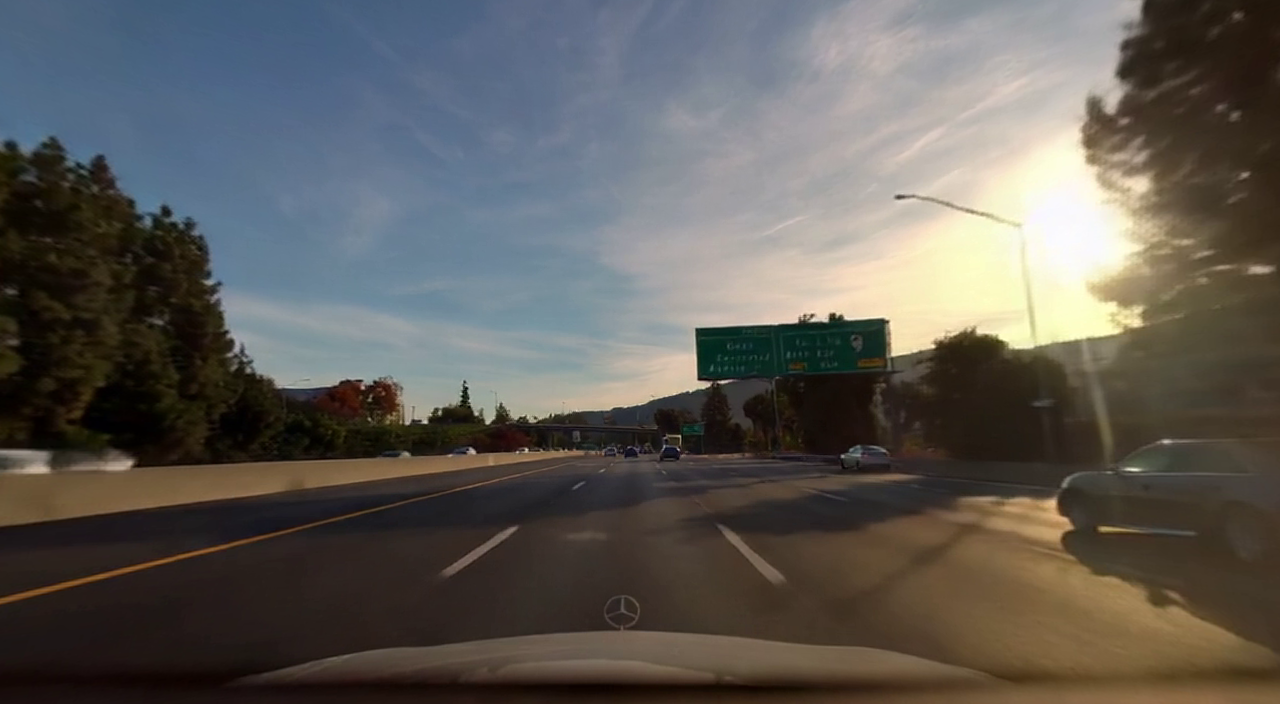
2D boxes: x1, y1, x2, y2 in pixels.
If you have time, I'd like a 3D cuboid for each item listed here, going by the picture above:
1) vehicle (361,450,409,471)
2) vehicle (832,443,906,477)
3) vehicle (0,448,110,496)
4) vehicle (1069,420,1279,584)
[{"bbox_3d":[-19.418,8.278,48.247,1.832,1.484,4.366,0,-9,0],"label":"vehicle"},{"bbox_3d":[10.811,5.119,30.187,1.878,1.509,4.327,0,-9,0],"label":"vehicle"},{"bbox_3d":[-23.349,4.505,24.084,1.864,1.680,5.079,0,-9,0],"label":"vehicle"},{"bbox_3d":[6.853,1.439,6.206,1.861,1.500,4.860,0,-9,0],"label":"vehicle"}]
